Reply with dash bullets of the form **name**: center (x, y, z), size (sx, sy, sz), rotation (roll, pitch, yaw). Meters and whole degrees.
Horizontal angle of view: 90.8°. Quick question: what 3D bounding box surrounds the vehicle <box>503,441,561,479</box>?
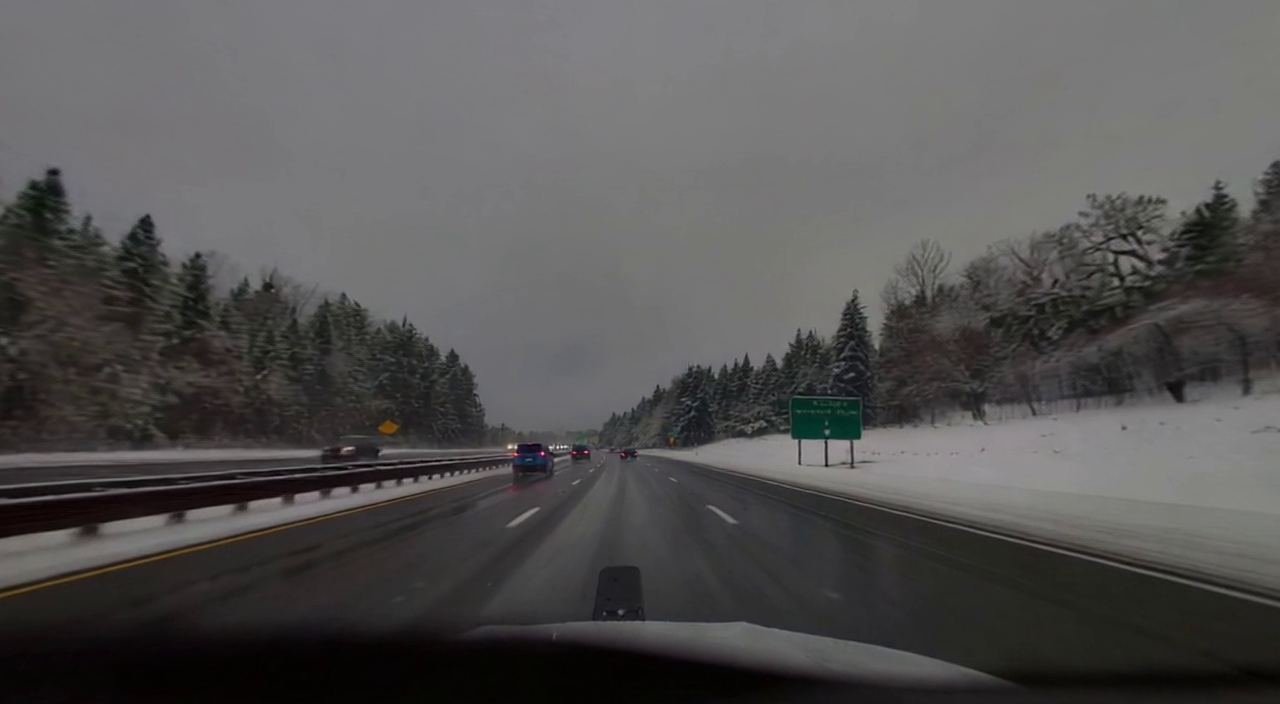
- **vehicle**: center (-5.115, 5.169, 30.452), size (2.088, 1.675, 4.108), rotation (0, -9, 0)

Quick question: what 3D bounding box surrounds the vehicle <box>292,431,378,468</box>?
- **vehicle**: center (-13.539, 4.365, 28.299), size (1.932, 1.527, 3.899), rotation (0, -9, 0)
